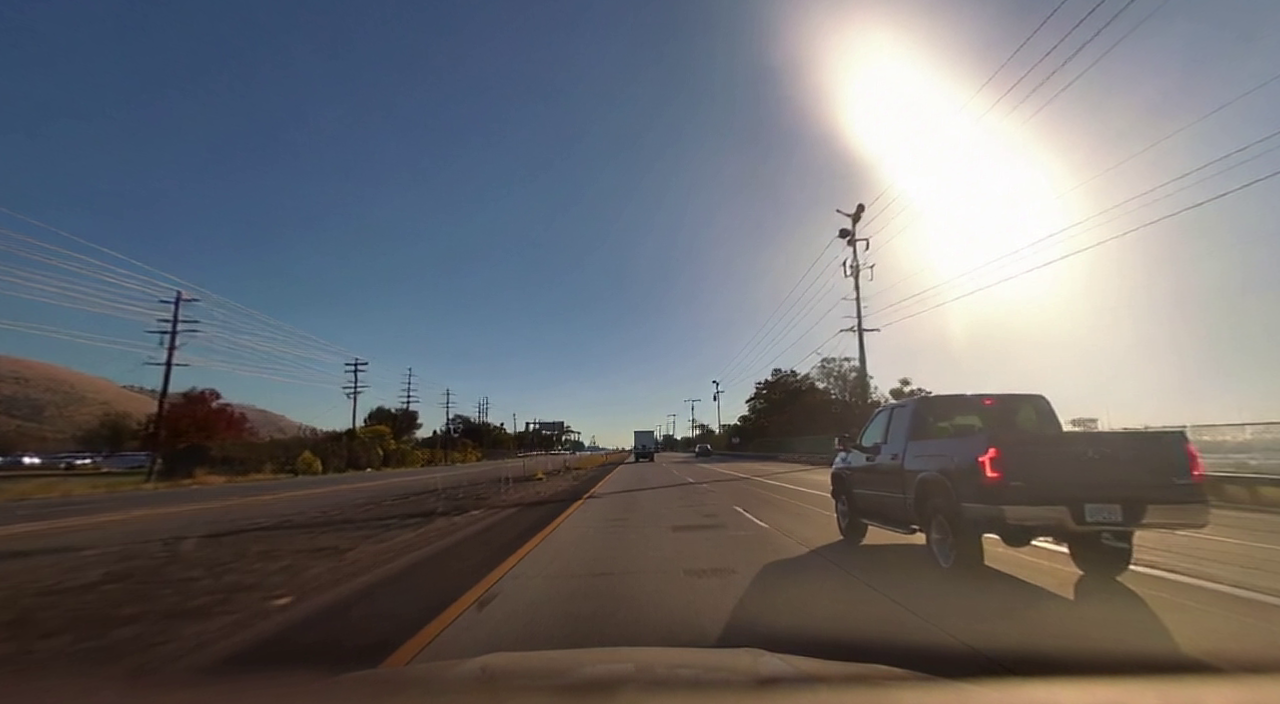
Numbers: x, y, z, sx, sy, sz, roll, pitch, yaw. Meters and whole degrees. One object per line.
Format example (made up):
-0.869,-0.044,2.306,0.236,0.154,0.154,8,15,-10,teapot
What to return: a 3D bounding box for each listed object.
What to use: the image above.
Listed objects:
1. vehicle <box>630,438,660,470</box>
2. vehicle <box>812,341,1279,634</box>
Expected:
0.327,7.604,47.214,2.099,2.260,4.899,0,-8,0,vehicle
4.166,1.406,7.562,2.594,2.155,5.670,0,-9,0,vehicle
